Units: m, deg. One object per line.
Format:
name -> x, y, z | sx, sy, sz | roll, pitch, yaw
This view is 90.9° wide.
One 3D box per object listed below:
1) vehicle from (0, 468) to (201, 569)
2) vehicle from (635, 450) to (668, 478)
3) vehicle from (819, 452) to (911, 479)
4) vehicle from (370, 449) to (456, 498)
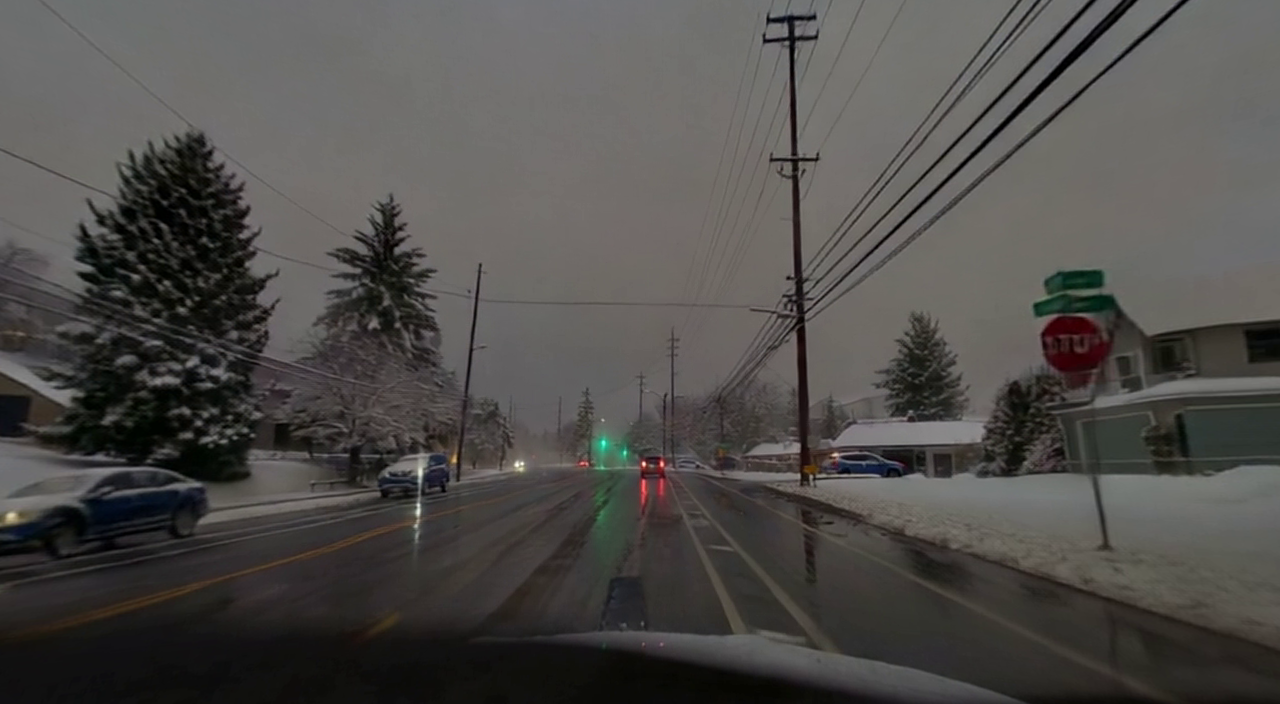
vehicle -> -11.387, 3.154, 12.632 | 1.965, 1.455, 4.472 | 0, -8, -1
vehicle -> 0.855, 8.127, 46.131 | 2.284, 1.741, 4.702 | 2, -8, 2
vehicle -> 13.183, 6.647, 37.071 | 4.648, 1.511, 1.919 | 0, -8, -1
vehicle -> -10.568, 5.662, 29.822 | 1.998, 2.047, 5.167 | 0, -8, 1
